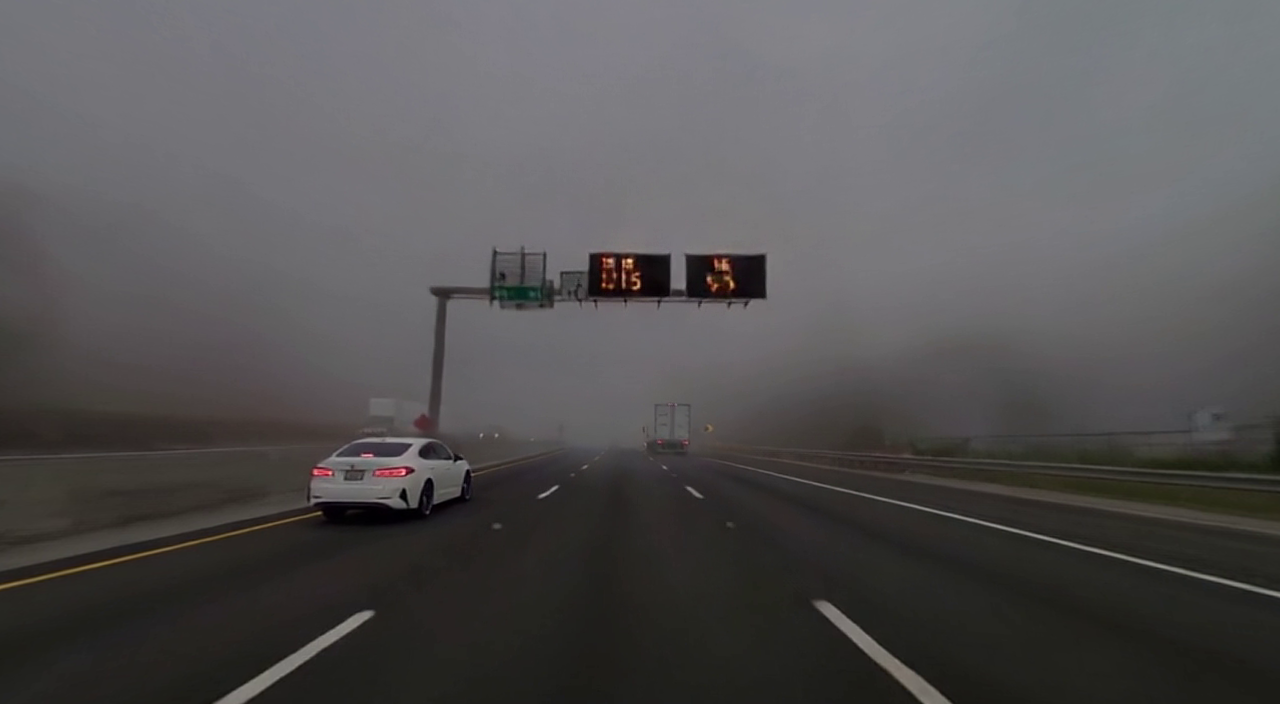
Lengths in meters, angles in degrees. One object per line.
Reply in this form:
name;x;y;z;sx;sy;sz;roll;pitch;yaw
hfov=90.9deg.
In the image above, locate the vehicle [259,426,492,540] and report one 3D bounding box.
vehicle;-3.931;1.979;10.359;1.971;1.444;4.401;0;-8;-1
